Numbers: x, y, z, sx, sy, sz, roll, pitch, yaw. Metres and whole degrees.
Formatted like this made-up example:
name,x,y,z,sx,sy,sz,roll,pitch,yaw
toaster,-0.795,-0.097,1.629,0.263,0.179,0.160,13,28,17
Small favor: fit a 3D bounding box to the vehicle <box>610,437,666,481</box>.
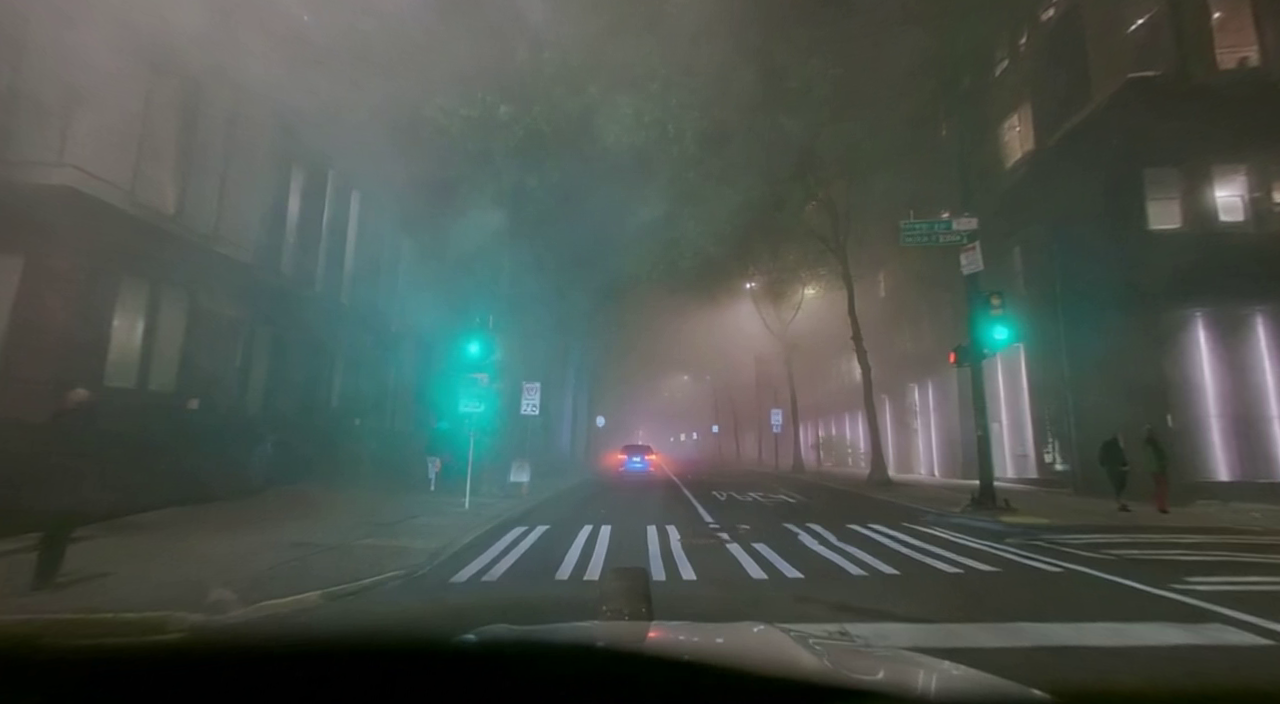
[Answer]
name,x,y,z,sx,sy,sz,roll,pitch,yaw
vehicle,-0.090,4.251,25.281,2.079,1.621,3.861,0,-8,-1
